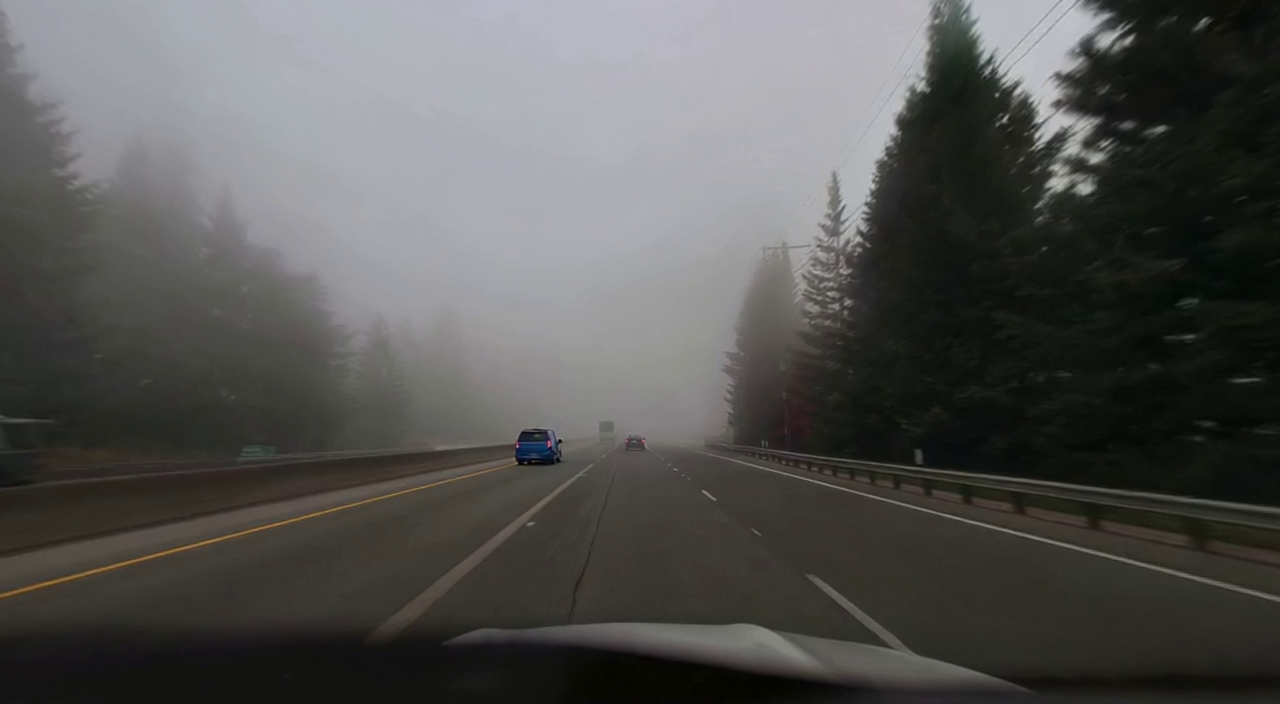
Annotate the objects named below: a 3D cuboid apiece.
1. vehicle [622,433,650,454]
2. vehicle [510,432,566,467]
[{"bbox_3d":[-0.303,6.522,45.089,1.890,1.472,3.716,0,-8,-1],"label":"vehicle"},{"bbox_3d":[-4.589,4.403,28.818,1.911,1.477,3.807,0,-8,0],"label":"vehicle"}]
